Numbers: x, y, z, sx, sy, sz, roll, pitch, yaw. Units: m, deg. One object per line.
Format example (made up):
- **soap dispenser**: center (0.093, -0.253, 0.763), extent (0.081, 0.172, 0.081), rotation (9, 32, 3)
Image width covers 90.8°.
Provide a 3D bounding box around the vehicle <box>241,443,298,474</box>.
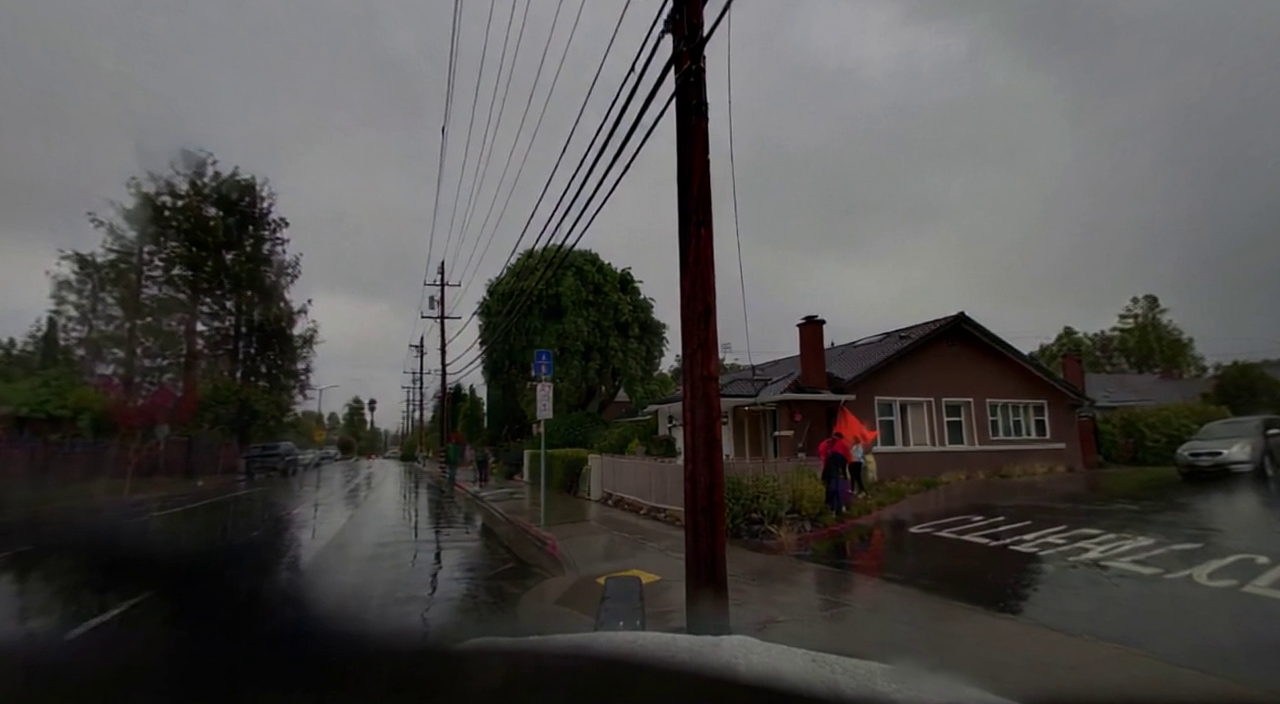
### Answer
- **vehicle**: center (-23.074, 6.612, 39.550), extent (2.203, 1.787, 4.704), rotation (3, -9, -21)
